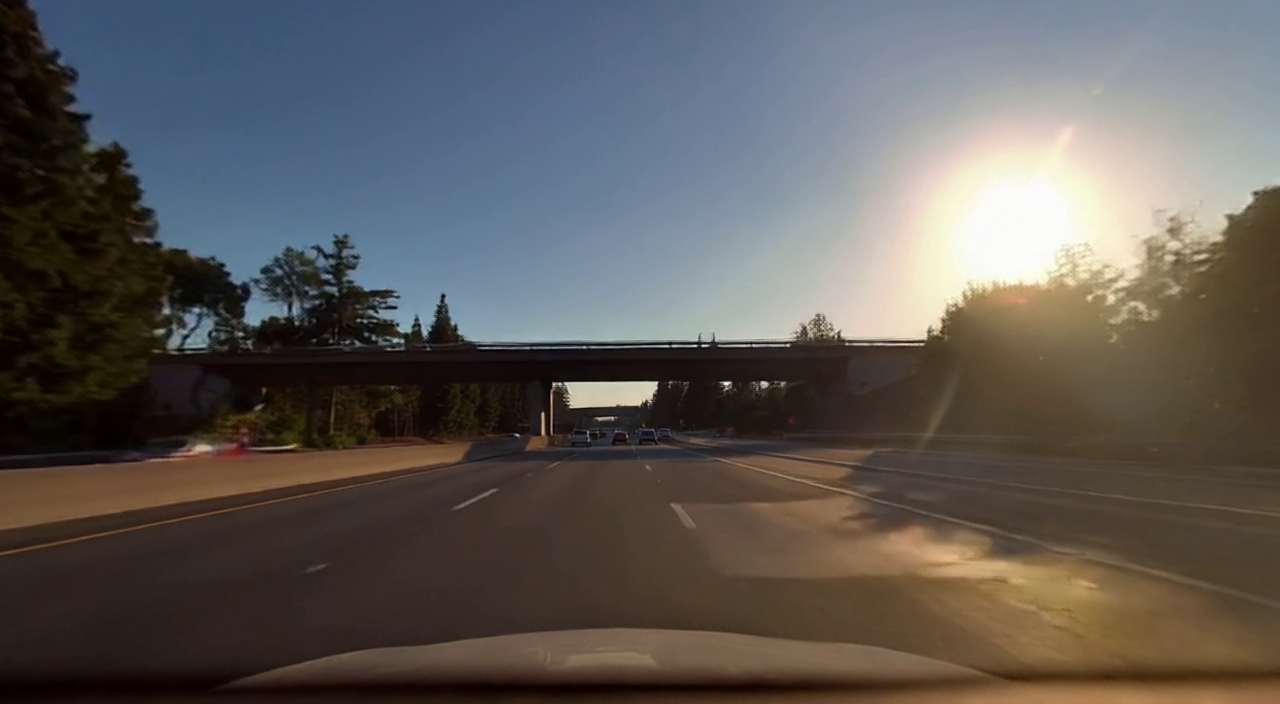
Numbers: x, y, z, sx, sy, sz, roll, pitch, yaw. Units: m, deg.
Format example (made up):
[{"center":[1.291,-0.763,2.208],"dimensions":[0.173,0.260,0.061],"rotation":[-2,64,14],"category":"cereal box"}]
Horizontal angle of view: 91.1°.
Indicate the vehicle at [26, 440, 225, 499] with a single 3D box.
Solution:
[{"center":[-14.640,3.321,18.368],"dimensions":[1.969,1.473,4.711],"rotation":[0,-8,-2],"category":"vehicle"}]
